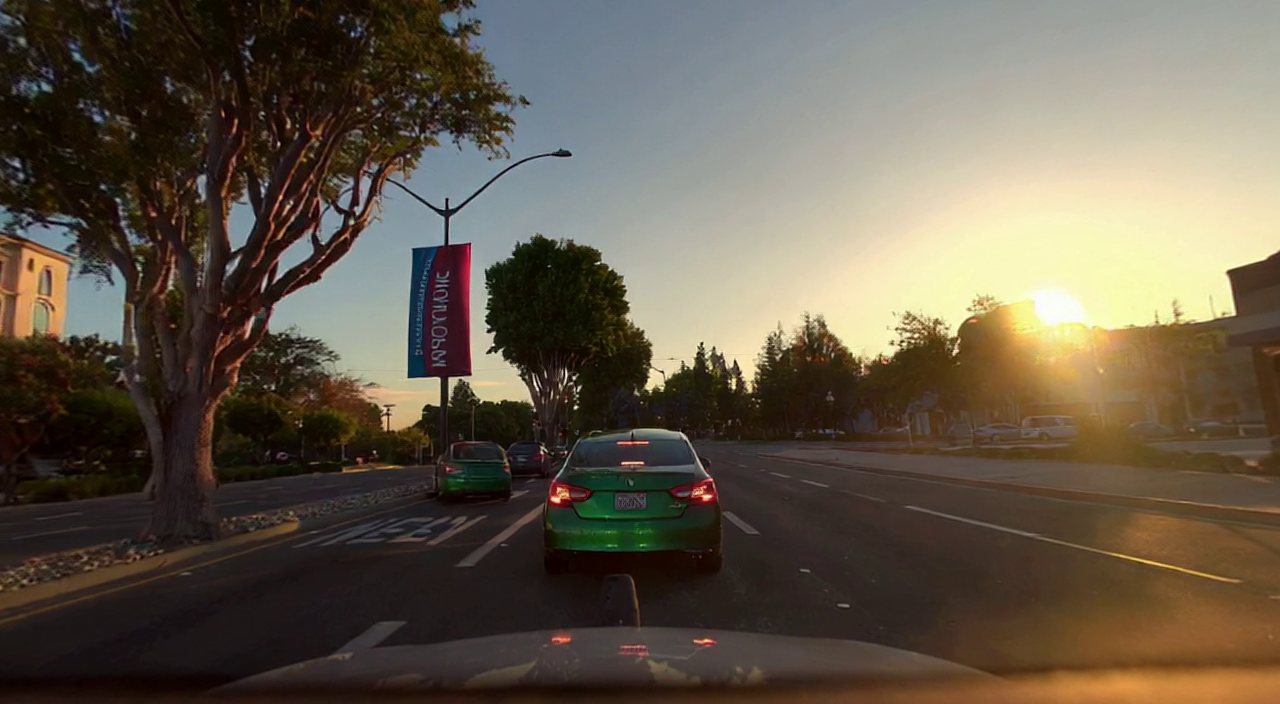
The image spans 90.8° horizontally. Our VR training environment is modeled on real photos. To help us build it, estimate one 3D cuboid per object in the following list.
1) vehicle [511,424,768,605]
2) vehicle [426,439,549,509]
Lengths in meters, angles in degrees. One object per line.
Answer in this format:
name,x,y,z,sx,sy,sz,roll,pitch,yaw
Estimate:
vehicle,-0.056,1.639,7.293,2.126,1.475,3.967,0,-8,-2
vehicle,-3.493,2.864,15.402,1.952,1.431,4.383,0,-8,-1
